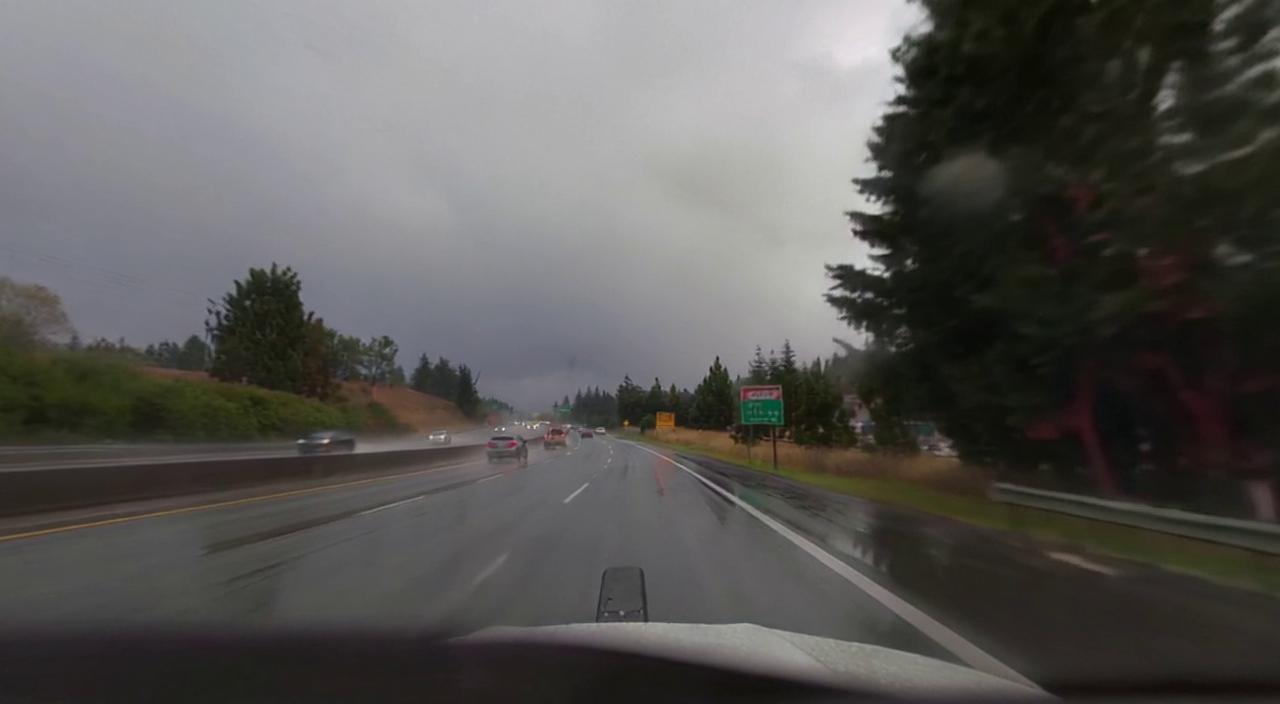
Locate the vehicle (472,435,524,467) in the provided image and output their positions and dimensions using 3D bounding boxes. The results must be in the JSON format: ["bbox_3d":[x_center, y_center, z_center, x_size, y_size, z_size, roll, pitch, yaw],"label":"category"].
[{"bbox_3d":[-7.606,5.335,34.241,1.931,1.608,3.977,0,-8,-1],"label":"vehicle"}]

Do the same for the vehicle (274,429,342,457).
[{"bbox_3d":[-21.366,5.878,40.805,2.005,1.716,4.606,0,-8,-2],"label":"vehicle"}]
